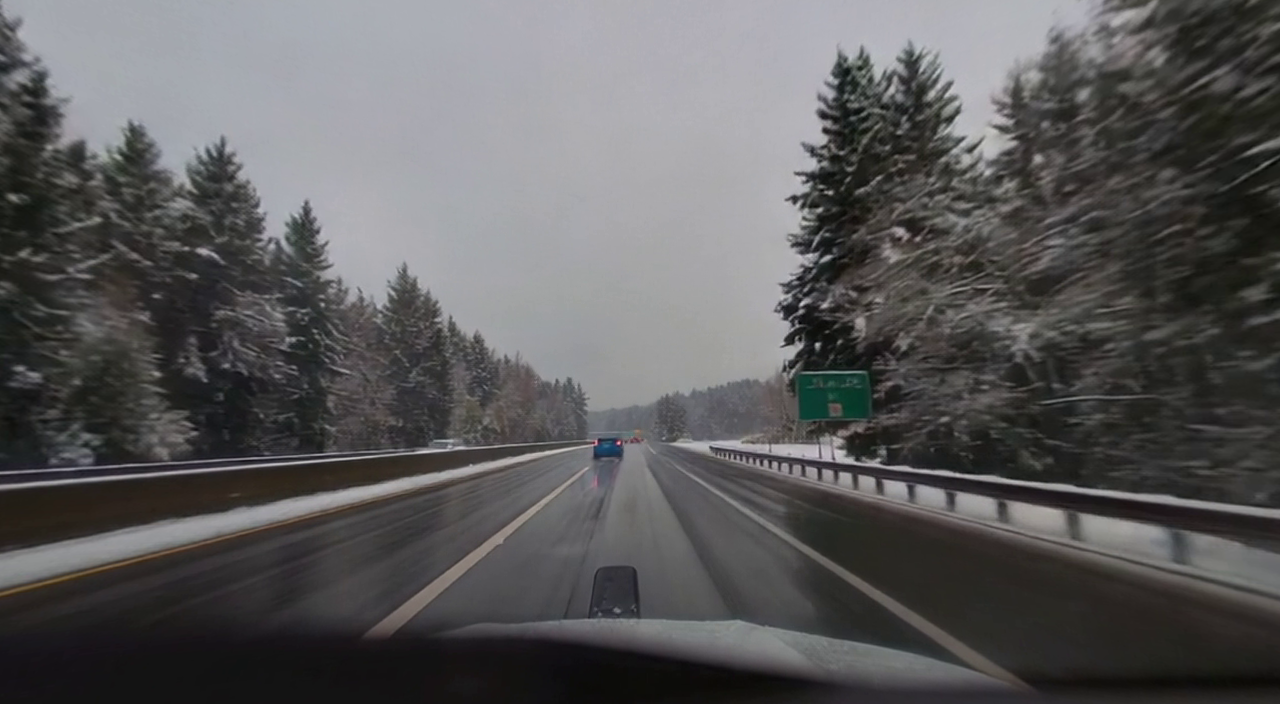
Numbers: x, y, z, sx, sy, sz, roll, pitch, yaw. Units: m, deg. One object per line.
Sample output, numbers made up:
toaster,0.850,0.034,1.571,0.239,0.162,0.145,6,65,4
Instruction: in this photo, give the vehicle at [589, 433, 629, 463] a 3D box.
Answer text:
vehicle,-1.741,5.600,37.012,2.094,1.653,4.283,0,-8,0

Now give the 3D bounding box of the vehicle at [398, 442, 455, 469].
vehicle,-12.241,5.934,36.399,1.826,1.407,4.273,0,-8,0
